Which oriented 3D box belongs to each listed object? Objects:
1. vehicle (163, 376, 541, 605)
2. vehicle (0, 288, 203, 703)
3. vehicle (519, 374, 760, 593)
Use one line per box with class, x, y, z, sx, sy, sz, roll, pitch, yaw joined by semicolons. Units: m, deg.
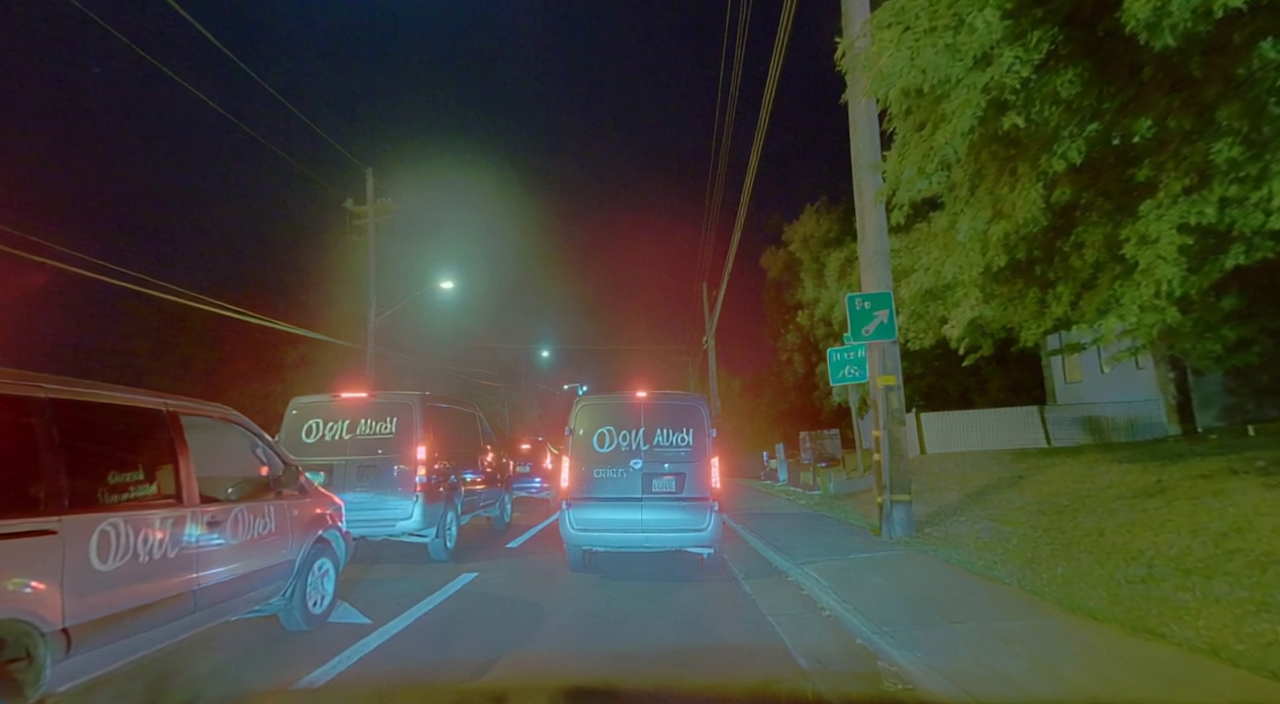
vehicle;-2.755;1.480;7.615;2.109;1.851;4.749;-1;-8;3
vehicle;-3.095;0.462;0.245;2.160;1.796;4.997;0;-8;1
vehicle;0.108;1.458;7.702;2.117;1.911;4.095;-1;-8;4
